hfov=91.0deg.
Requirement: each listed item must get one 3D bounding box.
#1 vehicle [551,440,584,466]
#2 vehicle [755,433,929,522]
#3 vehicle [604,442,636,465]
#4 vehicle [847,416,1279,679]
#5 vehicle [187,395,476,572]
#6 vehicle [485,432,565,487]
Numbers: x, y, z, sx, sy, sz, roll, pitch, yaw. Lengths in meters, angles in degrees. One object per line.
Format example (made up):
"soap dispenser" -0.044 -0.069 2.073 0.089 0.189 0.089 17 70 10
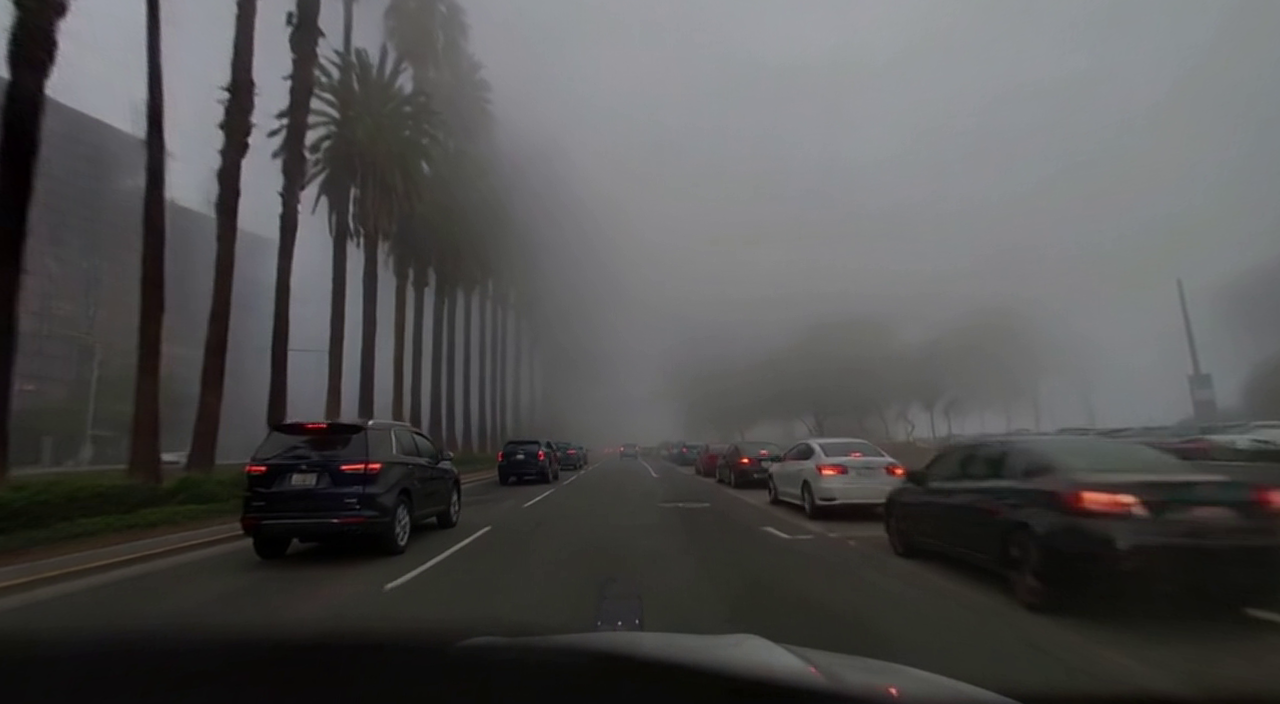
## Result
"vehicle" -4.829 6.759 42.414 1.955 1.637 4.243 0 -8 -3
"vehicle" 3.841 2.455 12.986 1.925 1.486 4.744 0 -8 -1
"vehicle" -1.403 6.860 42.752 2.036 1.461 3.890 1 -8 -5
"vehicle" 3.950 1.444 6.000 2.138 1.447 4.793 0 -8 -3
"vehicle" -3.710 1.650 8.611 1.800 1.797 4.224 0 -8 0
"vehicle" -3.949 3.762 22.394 2.014 1.740 4.392 0 -8 0
